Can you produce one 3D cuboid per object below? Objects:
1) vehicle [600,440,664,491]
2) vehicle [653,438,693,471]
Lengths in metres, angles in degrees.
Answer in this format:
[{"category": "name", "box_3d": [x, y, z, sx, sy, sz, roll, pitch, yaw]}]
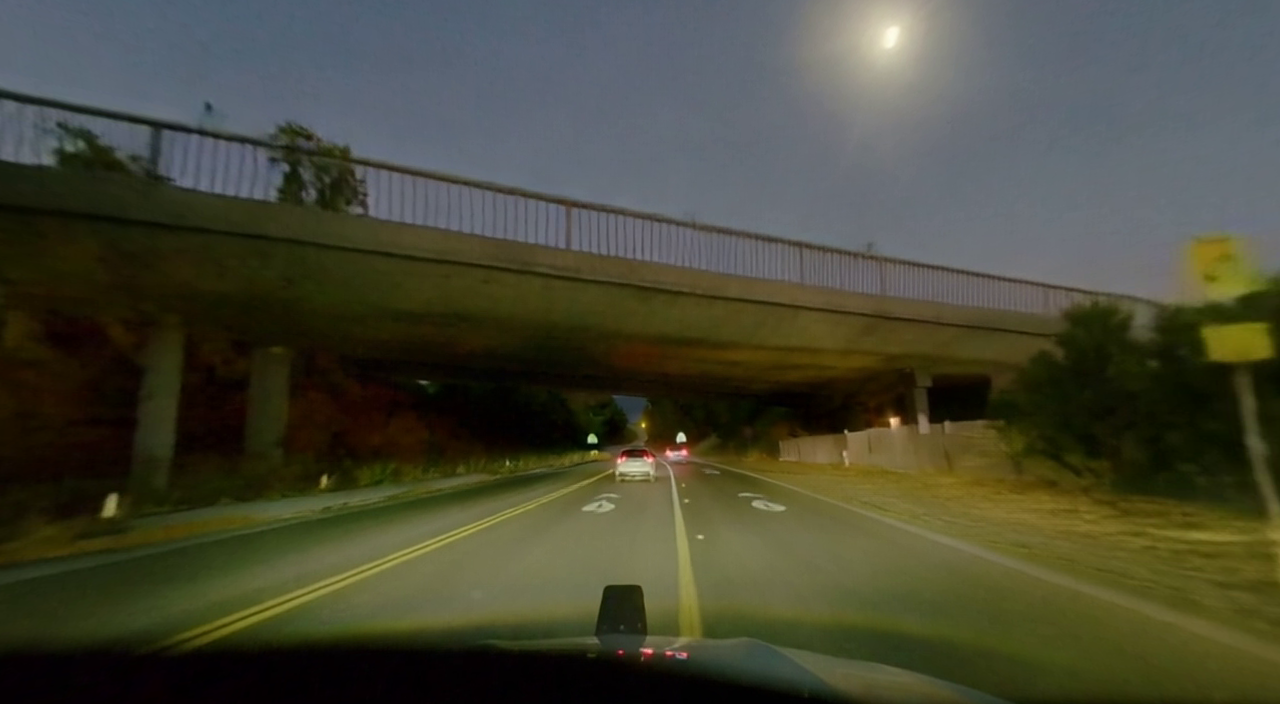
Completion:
[{"category": "vehicle", "box_3d": [-0.211, 3.949, 22.123, 2.037, 1.601, 3.643, 0, -9, 1]}, {"category": "vehicle", "box_3d": [2.080, 6.685, 41.185, 2.273, 2.010, 4.396, 0, -9, -2]}]
